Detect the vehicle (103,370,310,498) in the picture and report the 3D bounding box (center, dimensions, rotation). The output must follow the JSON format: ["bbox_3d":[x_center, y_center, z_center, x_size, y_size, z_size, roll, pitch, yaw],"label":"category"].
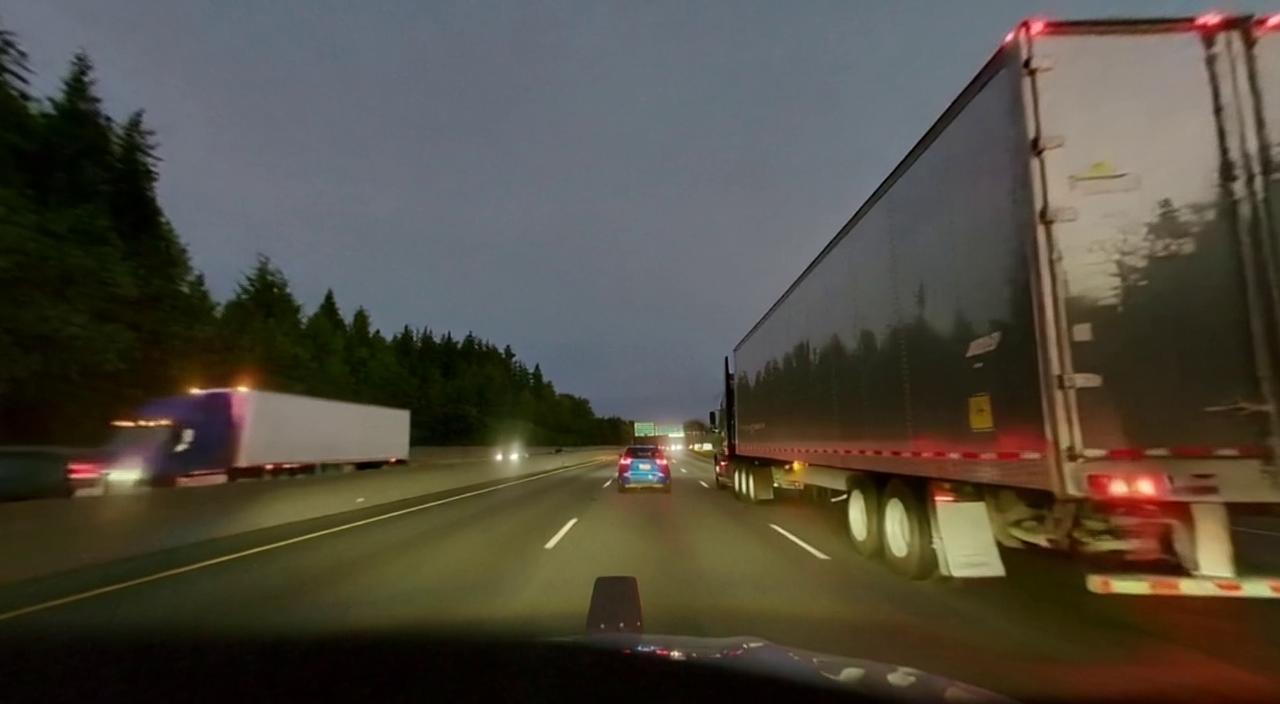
[{"bbox_3d":[-15.212,3.029,22.868,3.014,4.010,5.862,0,-9,1],"label":"vehicle"}]

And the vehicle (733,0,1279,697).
[{"bbox_3d":[3.991,0.839,10.314,2.960,4.018,13.834,0,-9,0],"label":"vehicle"}]

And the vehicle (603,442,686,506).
[{"bbox_3d":[0.117,3.375,17.867,2.039,1.532,4.610,0,-9,0],"label":"vehicle"}]
